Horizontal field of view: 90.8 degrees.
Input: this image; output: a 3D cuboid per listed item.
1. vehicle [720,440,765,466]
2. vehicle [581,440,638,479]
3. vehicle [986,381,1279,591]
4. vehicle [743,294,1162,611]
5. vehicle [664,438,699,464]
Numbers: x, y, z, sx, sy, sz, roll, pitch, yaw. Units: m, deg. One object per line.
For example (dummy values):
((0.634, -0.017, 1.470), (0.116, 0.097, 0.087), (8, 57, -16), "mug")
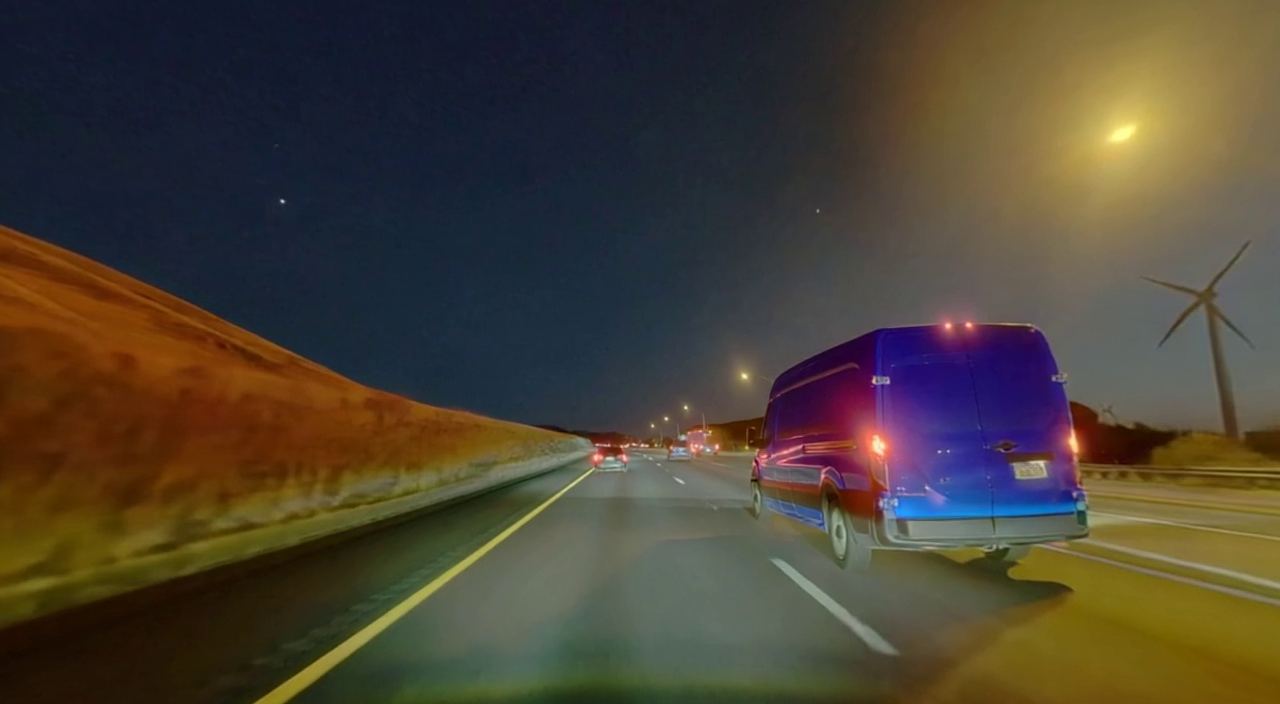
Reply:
((6.360, 6.359, 39.786), (1.958, 1.514, 4.930), (0, -8, -1), "vehicle")
((-1.143, 4.298, 25.508), (2.082, 1.445, 3.826), (0, -8, 0), "vehicle")
((6.634, 1.408, 7.100), (2.070, 1.833, 5.811), (0, -8, -1), "vehicle")
((3.039, 1.224, 8.164), (2.365, 2.630, 5.754), (0, -8, -1), "vehicle")
((2.898, 7.103, 45.449), (2.108, 1.717, 3.996), (0, -8, -2), "vehicle")
